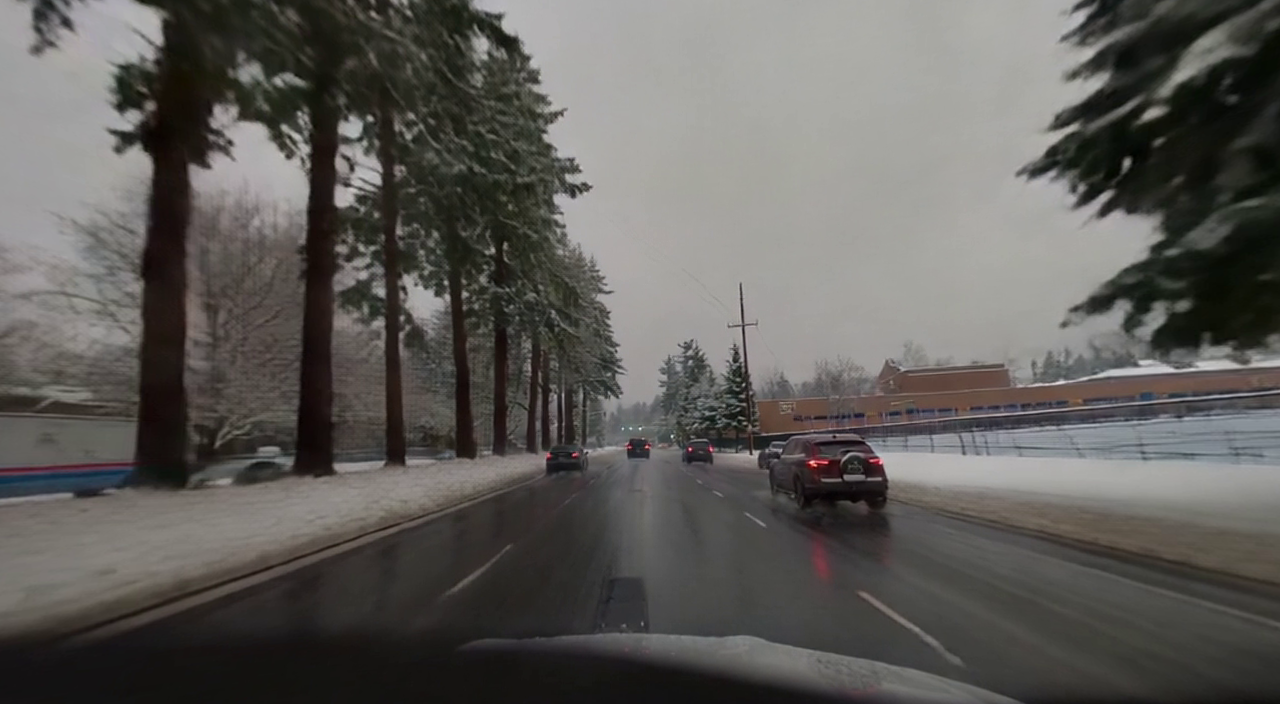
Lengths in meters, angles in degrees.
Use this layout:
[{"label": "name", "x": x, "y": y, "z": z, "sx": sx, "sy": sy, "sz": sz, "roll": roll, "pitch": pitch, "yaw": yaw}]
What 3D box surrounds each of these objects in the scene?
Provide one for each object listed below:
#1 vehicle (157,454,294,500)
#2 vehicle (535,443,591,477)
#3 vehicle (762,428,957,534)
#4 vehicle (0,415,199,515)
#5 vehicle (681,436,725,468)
[{"label": "vehicle", "x": -15.645, "y": 4.722, "z": 24.188, "sx": 2.046, "sy": 1.482, "sz": 4.697, "roll": 0, "pitch": -8, "yaw": 1}, {"label": "vehicle", "x": -3.328, "y": 4.741, "z": 28.003, "sx": 2.013, "sy": 1.354, "sz": 3.908, "roll": 0, "pitch": -8, "yaw": 0}, {"label": "vehicle", "x": 3.580, "y": 2.167, "z": 11.244, "sx": 1.919, "sy": 1.502, "sz": 4.232, "roll": 0, "pitch": -8, "yaw": 0}, {"label": "vehicle", "x": -22.505, "y": 4.220, "z": 24.255, "sx": 2.816, "sy": 3.267, "sz": 11.356, "roll": 0, "pitch": -8, "yaw": 0}, {"label": "vehicle", "x": 3.473, "y": 5.614, "z": 35.620, "sx": 1.980, "sy": 1.709, "sz": 4.367, "roll": 0, "pitch": -8, "yaw": -1}]
